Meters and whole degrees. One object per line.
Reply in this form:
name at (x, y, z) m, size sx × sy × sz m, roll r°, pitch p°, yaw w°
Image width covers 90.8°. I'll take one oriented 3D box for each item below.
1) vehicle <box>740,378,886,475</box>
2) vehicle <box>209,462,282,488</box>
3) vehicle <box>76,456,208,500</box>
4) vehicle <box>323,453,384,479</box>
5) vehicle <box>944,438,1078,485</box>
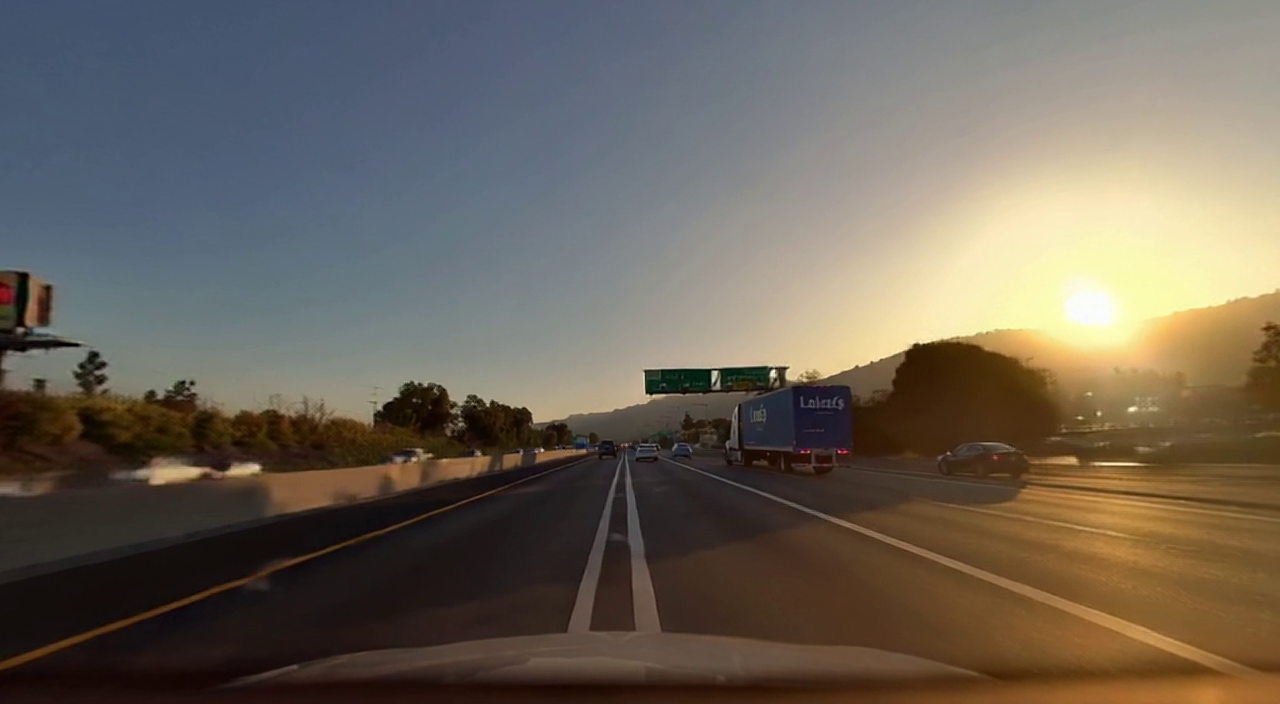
vehicle at (8.686, 4.393, 35.201) m, size 2.892 × 4.128 × 16.495 m, roll 0°, pitch -9°, yaw -2°
vehicle at (-25.267, 7.854, 40.654) m, size 1.834 × 1.461 × 4.487 m, roll 0°, pitch -9°, yaw -1°
vehicle at (-21.798, 5.512, 27.992) m, size 1.946 × 1.654 × 4.809 m, roll 0°, pitch -9°, yaw 0°
vehicle at (-18.296, 7.269, 40.581) m, size 1.910 × 1.525 × 4.501 m, roll 0°, pitch -9°, yaw -1°
vehicle at (12.674, 3.755, 21.979) m, size 1.862 × 1.462 × 4.459 m, roll 0°, pitch -9°, yaw -2°
